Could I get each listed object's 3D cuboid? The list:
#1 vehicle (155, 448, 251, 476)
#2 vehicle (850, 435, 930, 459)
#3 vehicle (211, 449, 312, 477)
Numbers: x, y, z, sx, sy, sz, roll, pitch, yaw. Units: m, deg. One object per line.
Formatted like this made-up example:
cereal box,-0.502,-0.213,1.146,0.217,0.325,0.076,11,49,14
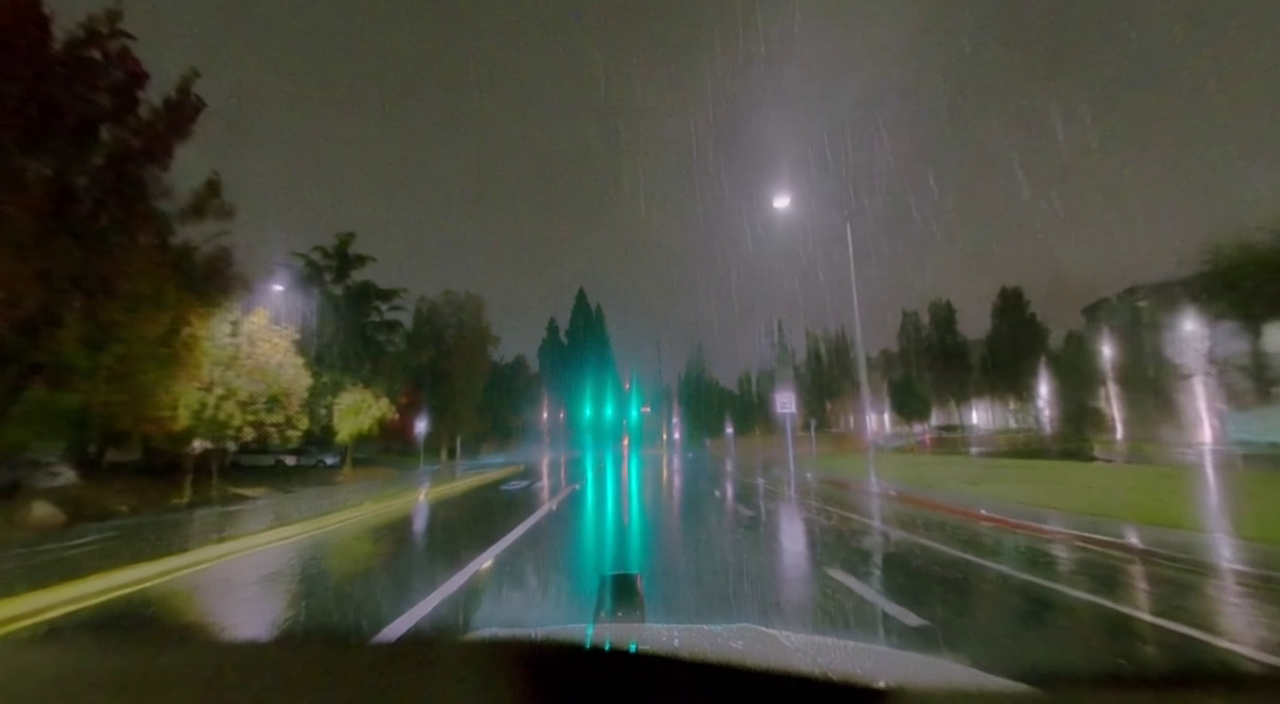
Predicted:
vehicle,-26.727,6.760,38.742,4.446,1.548,1.973,-1,-10,2
vehicle,19.034,7.283,48.223,5.172,1.468,1.964,-3,-10,-2
vehicle,-21.374,6.271,35.780,4.495,1.472,1.833,0,-9,-1
